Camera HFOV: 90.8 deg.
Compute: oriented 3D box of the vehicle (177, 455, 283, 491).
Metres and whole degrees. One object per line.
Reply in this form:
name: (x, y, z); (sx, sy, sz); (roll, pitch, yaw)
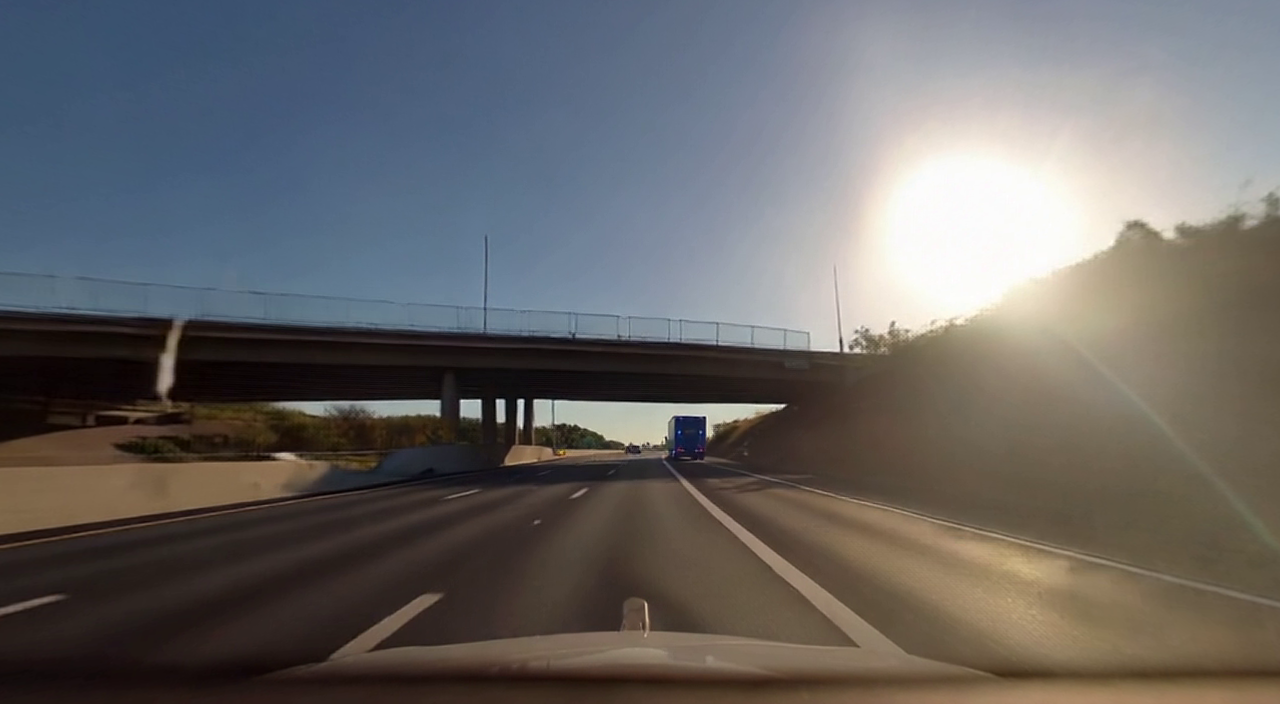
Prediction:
vehicle: (-19.052, 5.627, 29.595); (1.990, 1.463, 4.355); (0, -9, 1)
